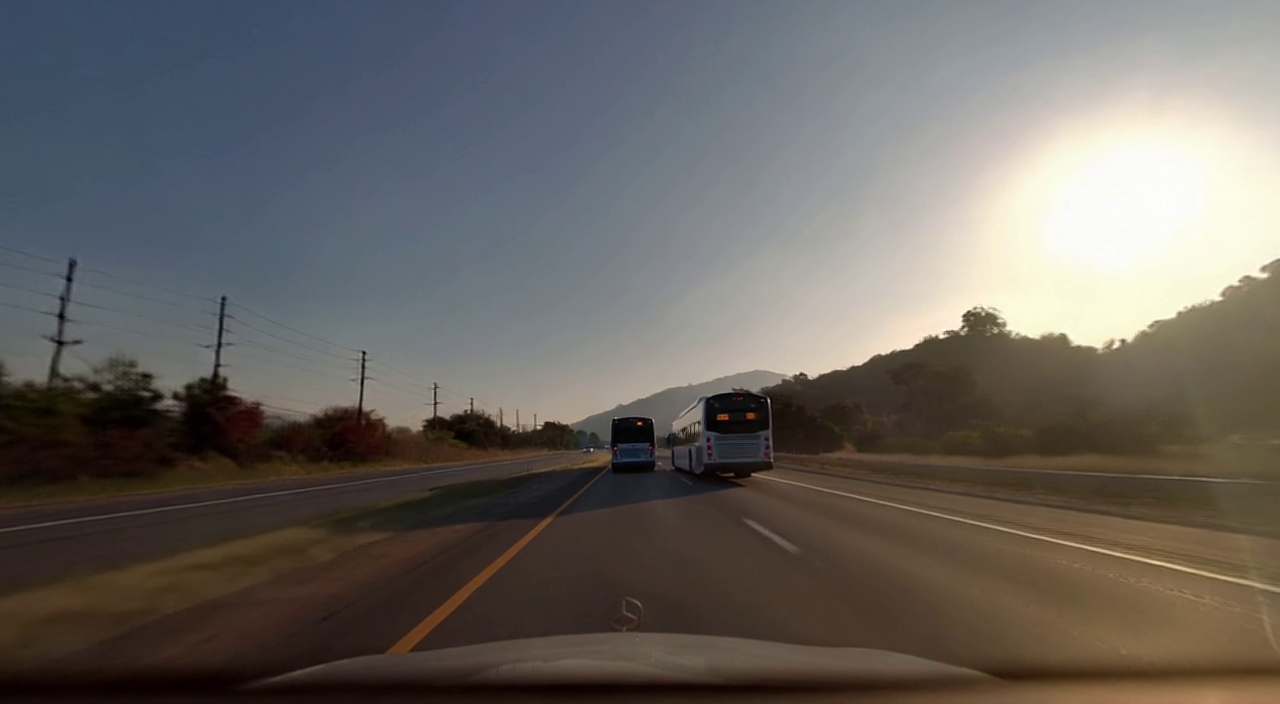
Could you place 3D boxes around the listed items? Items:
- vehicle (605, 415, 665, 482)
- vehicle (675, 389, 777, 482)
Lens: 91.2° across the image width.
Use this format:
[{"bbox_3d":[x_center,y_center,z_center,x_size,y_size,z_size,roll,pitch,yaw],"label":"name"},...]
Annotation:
[{"bbox_3d":[-0.218,4.336,28.195,2.414,2.675,5.574,-1,-9,0],"label":"vehicle"},{"bbox_3d":[3.806,4.308,31.515,3.074,3.668,12.805,0,-9,-1],"label":"vehicle"}]
